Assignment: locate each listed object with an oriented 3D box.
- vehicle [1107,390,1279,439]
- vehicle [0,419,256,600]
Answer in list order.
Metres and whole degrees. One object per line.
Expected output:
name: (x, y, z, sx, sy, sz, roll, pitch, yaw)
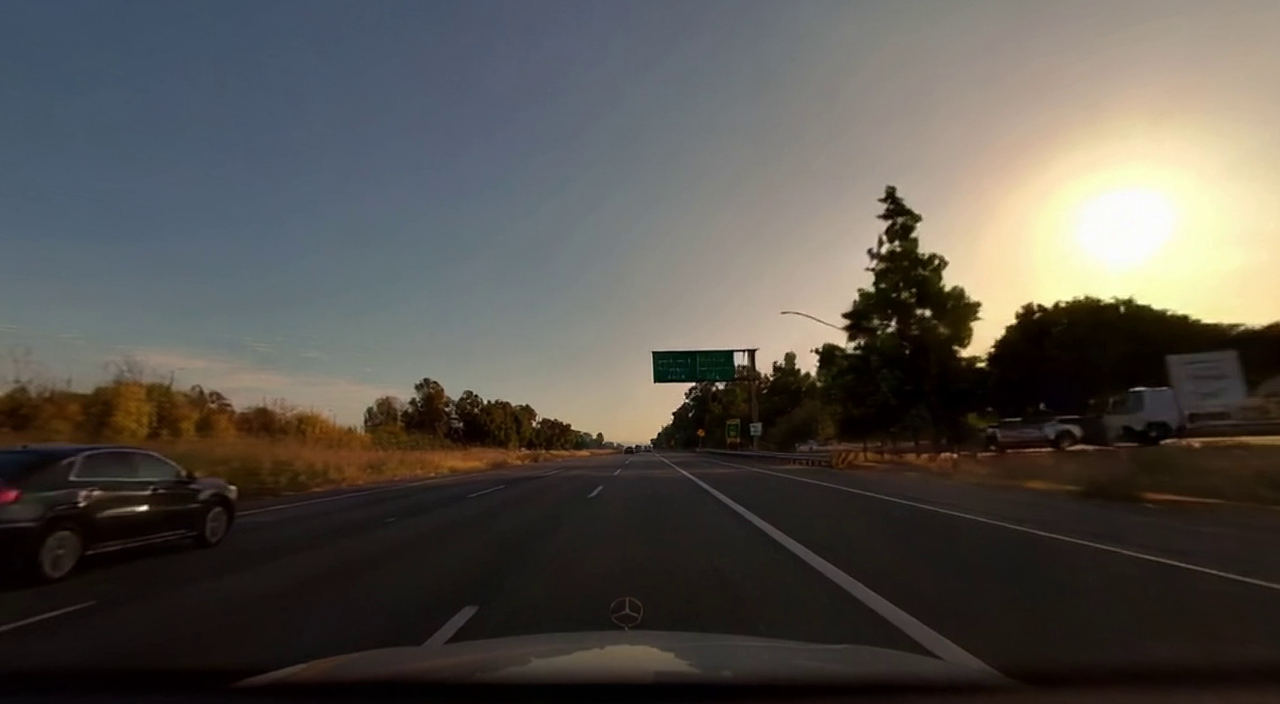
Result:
vehicle: (23.444, 2.800, 27.185, 2.268, 1.833, 5.691, 0, -8, 0)
vehicle: (-6.854, 1.638, 7.113, 2.016, 1.640, 4.713, 0, -8, 1)
